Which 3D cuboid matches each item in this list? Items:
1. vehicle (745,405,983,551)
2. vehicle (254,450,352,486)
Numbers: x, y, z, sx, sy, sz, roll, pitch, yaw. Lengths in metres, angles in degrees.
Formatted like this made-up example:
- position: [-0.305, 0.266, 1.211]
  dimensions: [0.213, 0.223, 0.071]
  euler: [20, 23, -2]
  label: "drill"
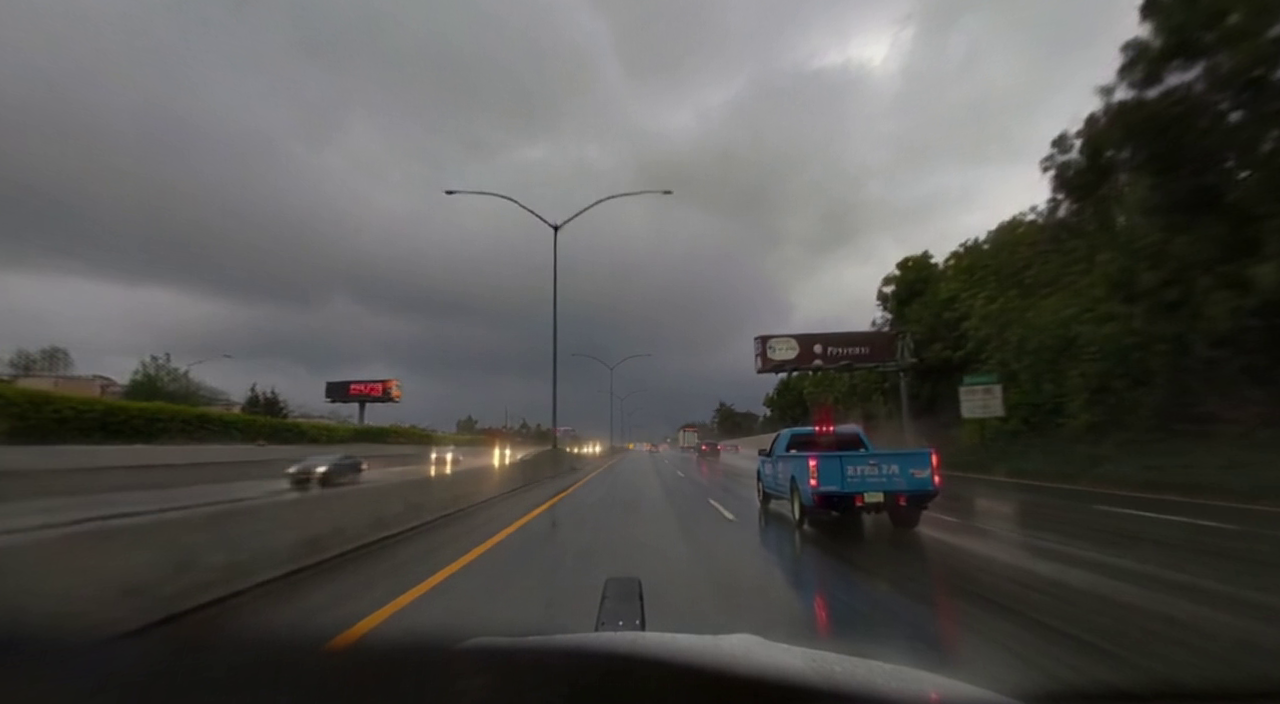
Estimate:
- position: [3.039, 1.832, 9.805]
  dimensions: [1.973, 1.710, 4.476]
  euler: [0, -9, -1]
  label: "vehicle"
- position: [-15.306, 5.263, 29.026]
  dimensions: [1.969, 1.469, 4.702]
  euler: [0, -9, -1]
  label: "vehicle"
